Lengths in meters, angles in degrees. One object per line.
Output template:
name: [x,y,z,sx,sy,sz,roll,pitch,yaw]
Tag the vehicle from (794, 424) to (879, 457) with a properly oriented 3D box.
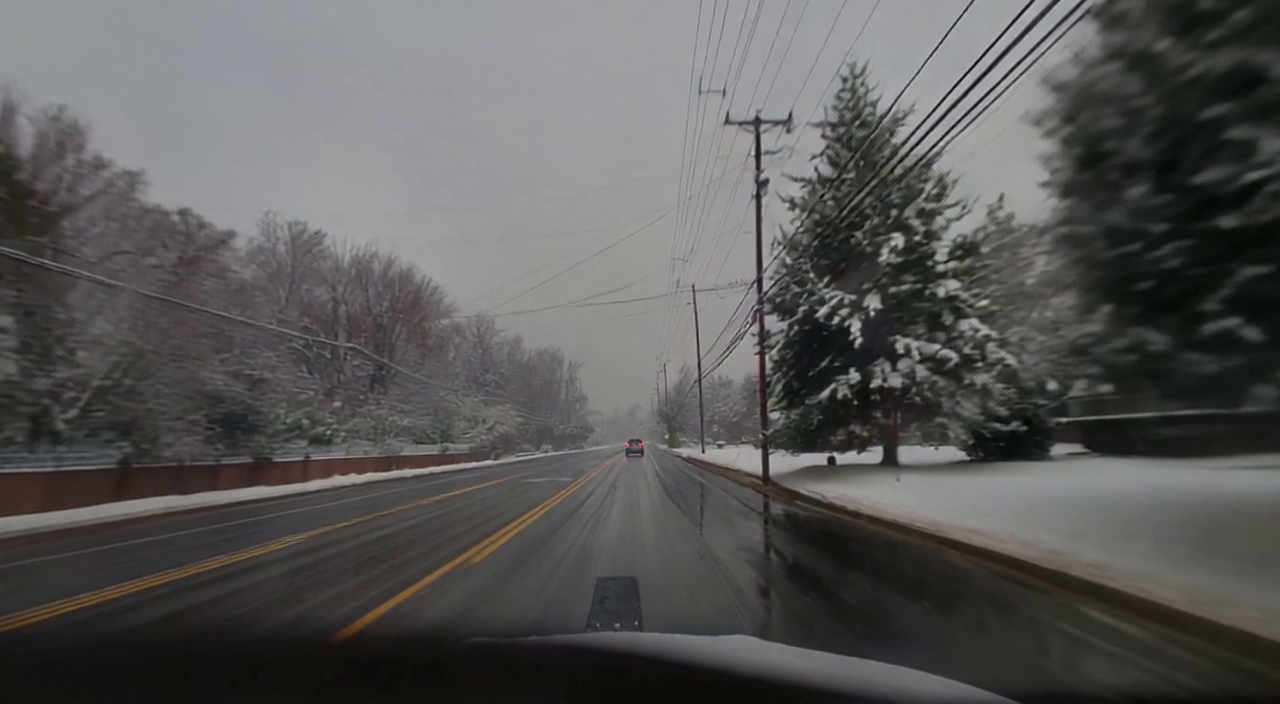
vehicle: [12.860,5.832,41.433,4.905,2.056,2.058,0,-8,0]
